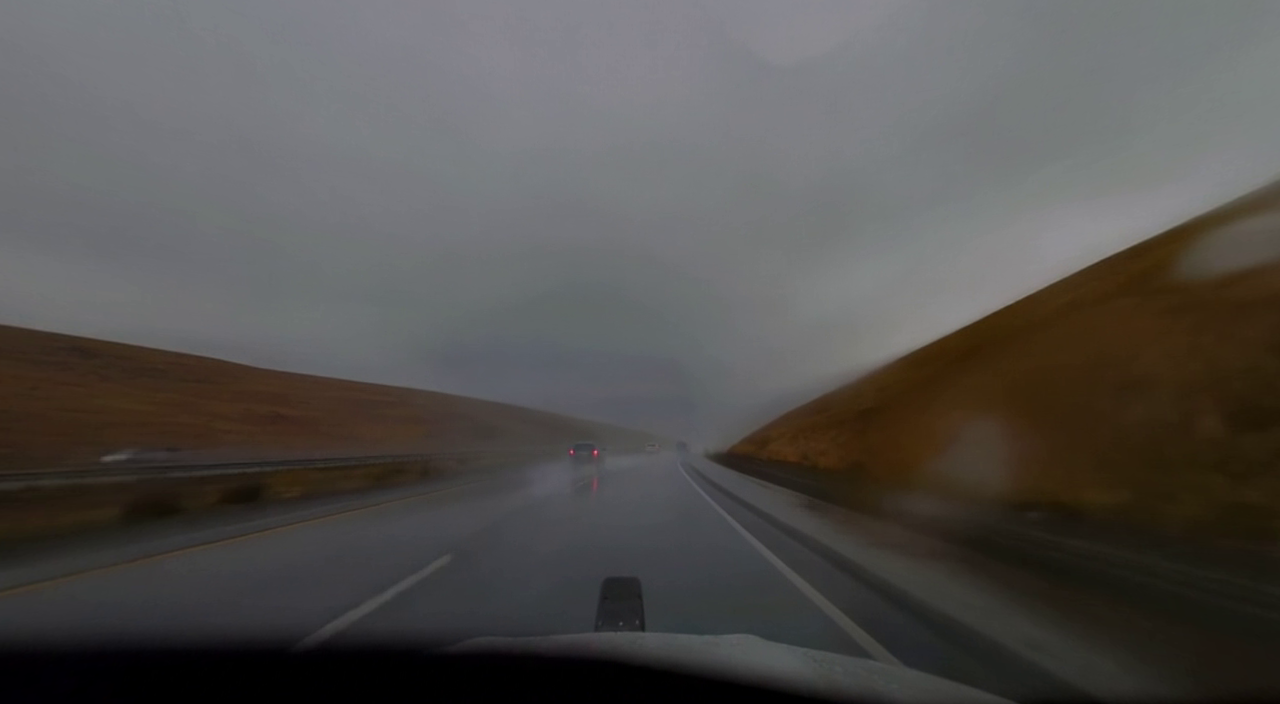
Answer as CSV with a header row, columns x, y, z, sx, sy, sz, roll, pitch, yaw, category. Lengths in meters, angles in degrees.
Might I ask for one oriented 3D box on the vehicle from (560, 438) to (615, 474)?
x,y,z,sx,sy,sz,roll,pitch,yaw,category
-2.696,5.483,33.368,2.252,1.743,4.560,-1,-9,3,vehicle
